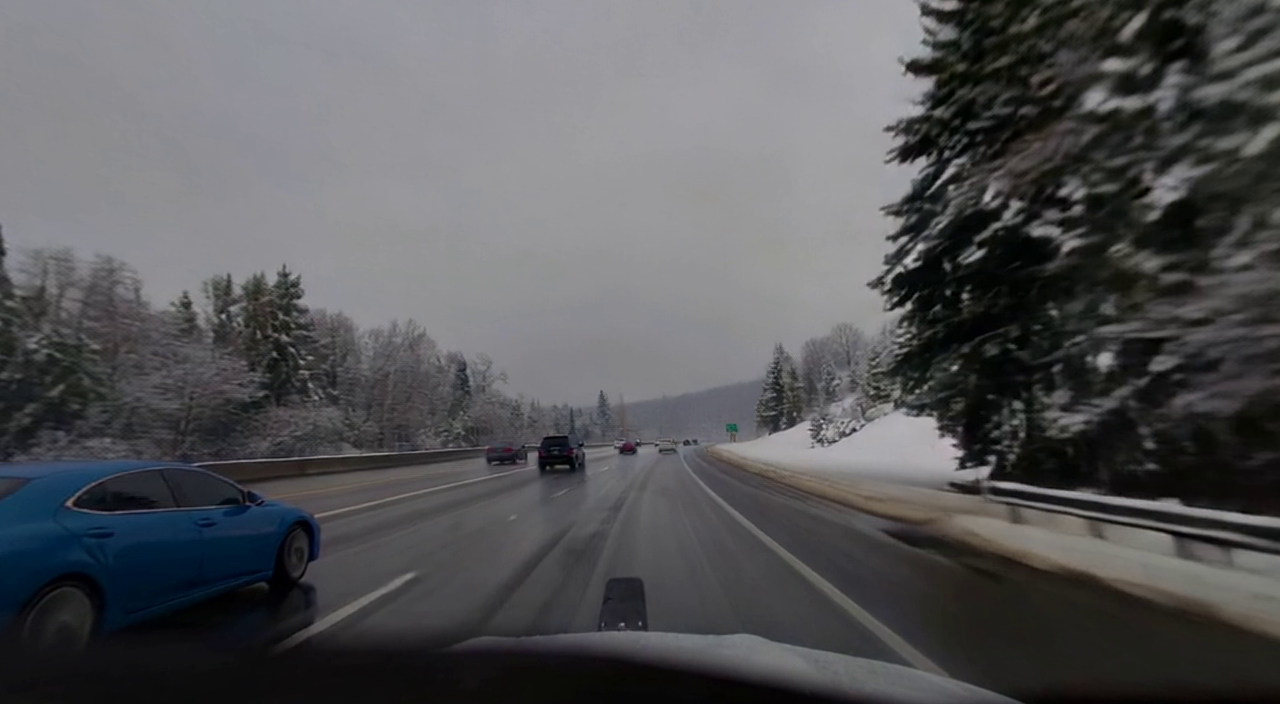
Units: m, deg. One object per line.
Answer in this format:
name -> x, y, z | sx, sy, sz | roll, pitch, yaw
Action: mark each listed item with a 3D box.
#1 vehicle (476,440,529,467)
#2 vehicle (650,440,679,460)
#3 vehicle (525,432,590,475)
vehicle -> -7.642, 5.687, 35.455 | 1.883, 1.411, 4.053 | 0, -8, 3
vehicle -> 1.929, 7.610, 49.224 | 2.113, 1.464, 4.073 | -1, -8, 4
vehicle -> -3.519, 4.442, 27.841 | 2.071, 1.716, 4.363 | 0, -8, 3
